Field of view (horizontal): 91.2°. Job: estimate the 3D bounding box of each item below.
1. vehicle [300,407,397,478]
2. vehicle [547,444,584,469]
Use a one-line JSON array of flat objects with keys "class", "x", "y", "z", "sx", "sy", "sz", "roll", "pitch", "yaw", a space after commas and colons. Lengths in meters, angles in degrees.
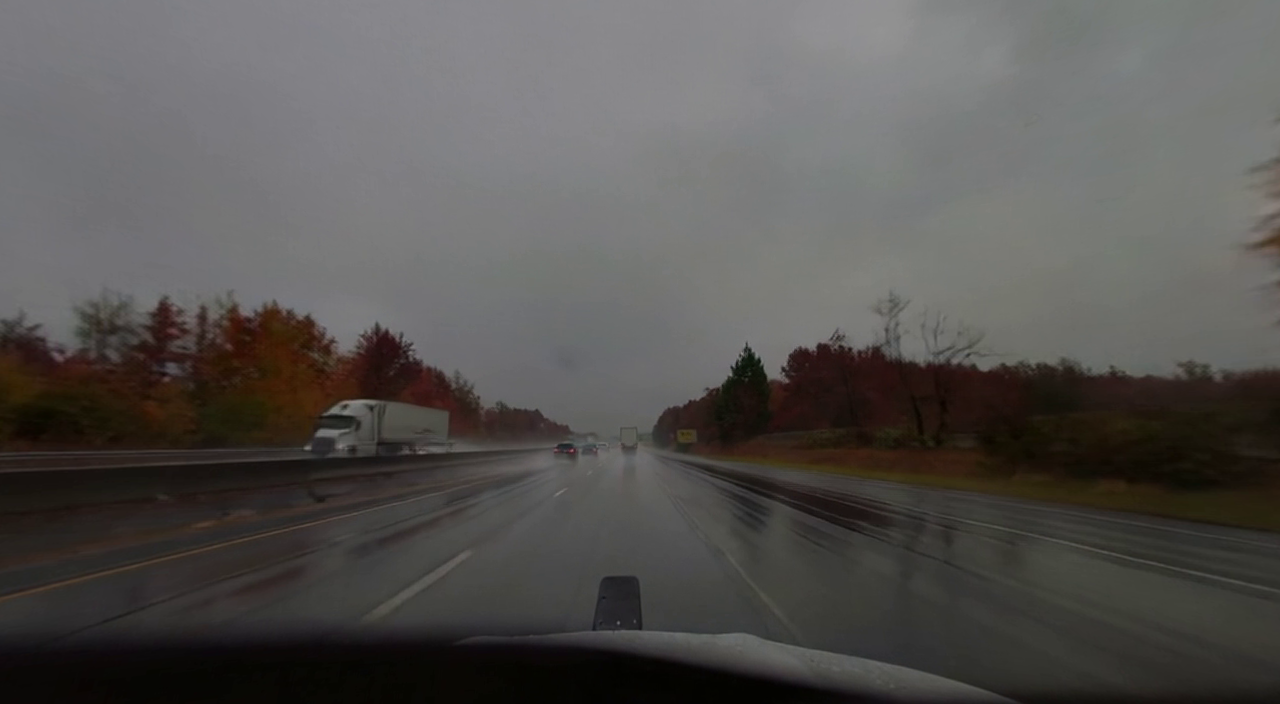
[{"class": "vehicle", "x": -17.517, "y": 5.523, "z": 38.191, "sx": 2.968, "sy": 3.949, "sz": 6.095, "roll": 1, "pitch": -9, "yaw": -2}, {"class": "vehicle", "x": -4.707, "y": 6.651, "z": 39.973, "sx": 1.963, "sy": 1.475, "sz": 3.665, "roll": 0, "pitch": -9, "yaw": -1}]
